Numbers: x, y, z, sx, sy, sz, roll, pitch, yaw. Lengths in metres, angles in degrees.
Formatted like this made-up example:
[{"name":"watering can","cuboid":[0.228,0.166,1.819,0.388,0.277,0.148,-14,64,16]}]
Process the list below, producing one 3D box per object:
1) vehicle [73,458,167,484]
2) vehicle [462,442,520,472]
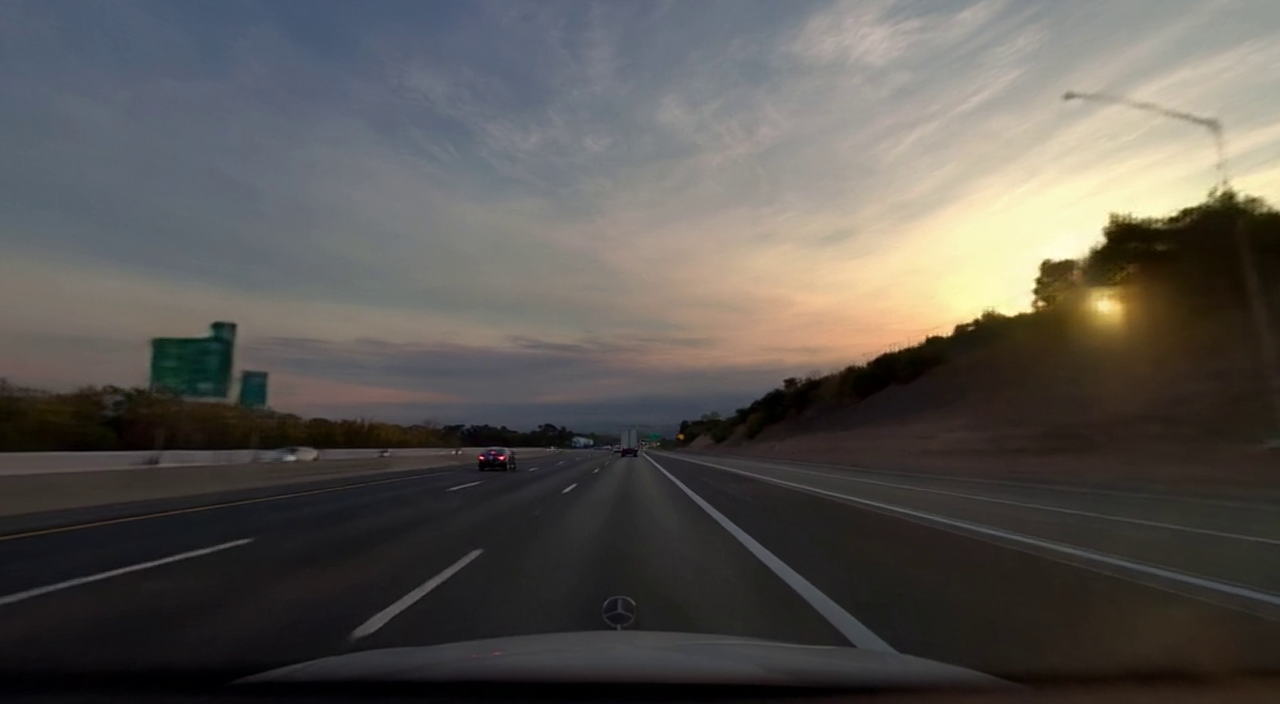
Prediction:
[{"name":"vehicle","cuboid":[-31.840,7.280,38.875,1.755,1.433,4.524,0,-8,4]},{"name":"vehicle","cuboid":[-8.130,5.755,34.891,2.005,1.545,4.874,0,-8,0]}]
